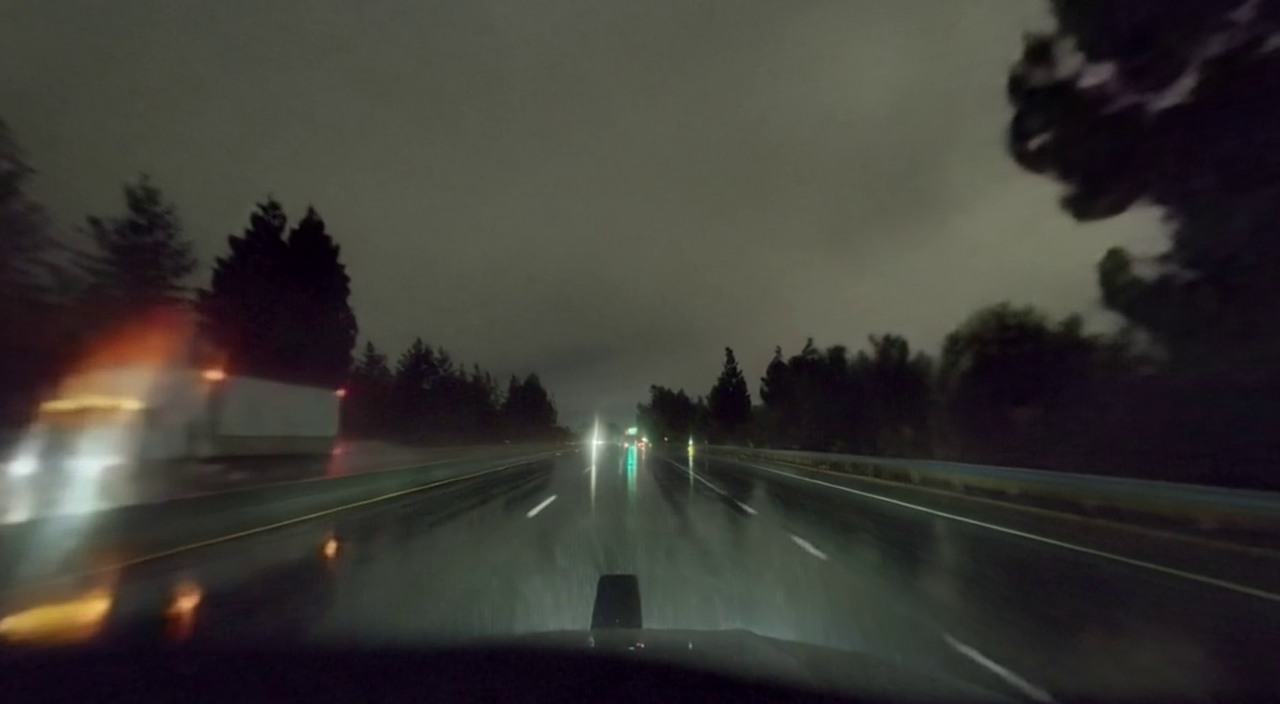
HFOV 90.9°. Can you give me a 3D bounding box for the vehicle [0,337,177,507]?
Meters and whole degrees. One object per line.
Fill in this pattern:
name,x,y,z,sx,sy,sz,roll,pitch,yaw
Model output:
vehicle,-16.559,1.968,17.235,3.172,3.915,5.914,0,-8,-1
